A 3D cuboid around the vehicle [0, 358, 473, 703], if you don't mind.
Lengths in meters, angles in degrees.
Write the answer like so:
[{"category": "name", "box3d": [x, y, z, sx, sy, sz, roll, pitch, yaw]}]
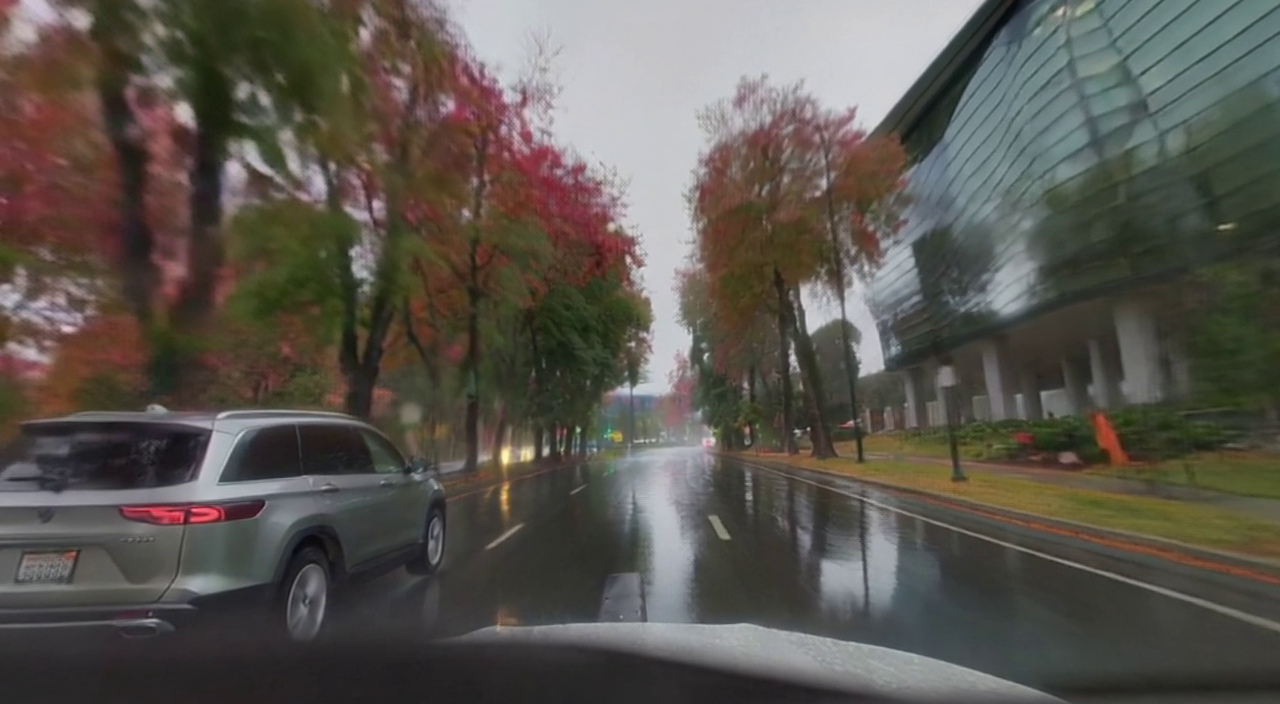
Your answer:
[{"category": "vehicle", "box3d": [-3.005, 1.207, 4.884, 2.067, 1.700, 4.561, 0, -8, 2]}]
